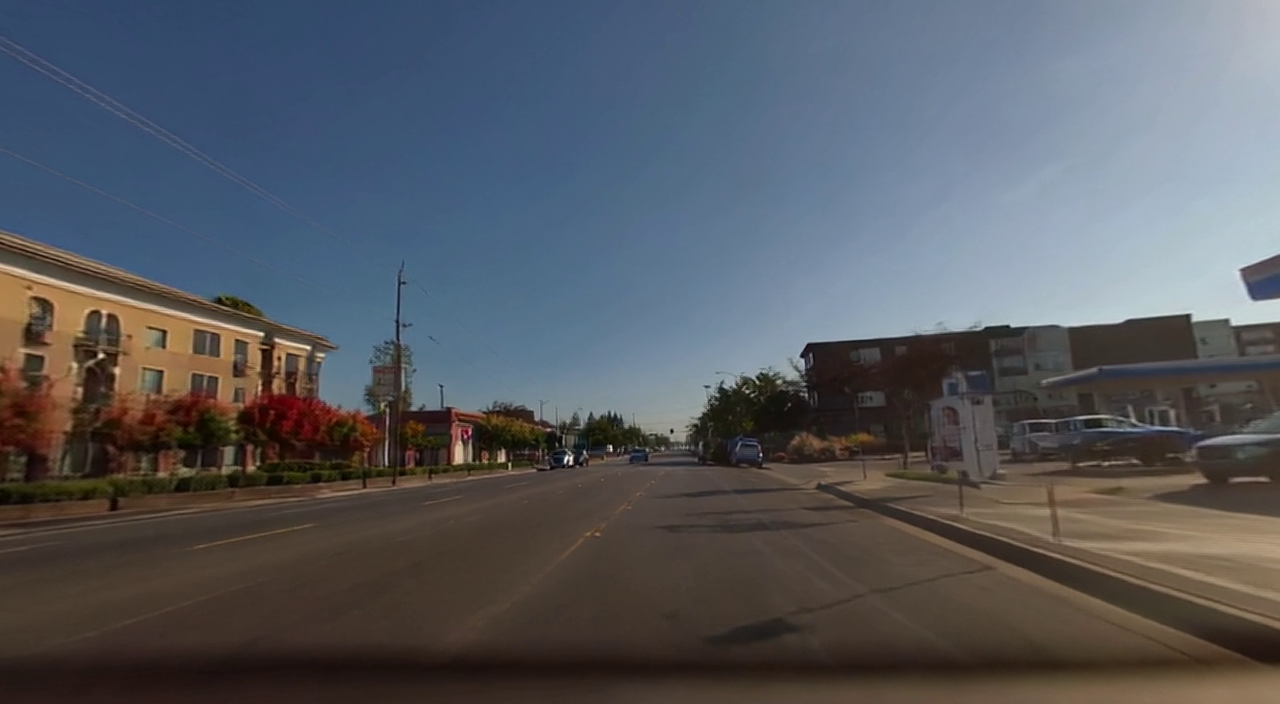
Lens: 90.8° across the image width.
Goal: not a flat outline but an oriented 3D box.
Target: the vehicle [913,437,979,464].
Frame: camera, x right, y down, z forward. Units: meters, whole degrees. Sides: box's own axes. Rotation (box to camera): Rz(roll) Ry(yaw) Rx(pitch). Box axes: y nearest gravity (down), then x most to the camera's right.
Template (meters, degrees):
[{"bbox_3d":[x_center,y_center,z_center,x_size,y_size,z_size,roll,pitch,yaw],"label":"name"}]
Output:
[{"bbox_3d":[16.935,5.482,35.195,1.919,1.411,4.440,-1,-9,7],"label":"vehicle"}]

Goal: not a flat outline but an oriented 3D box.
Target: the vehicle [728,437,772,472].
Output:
[{"bbox_3d":[6.353,5.971,37.045,2.194,1.896,5.049,-1,-9,6],"label":"vehicle"}]
